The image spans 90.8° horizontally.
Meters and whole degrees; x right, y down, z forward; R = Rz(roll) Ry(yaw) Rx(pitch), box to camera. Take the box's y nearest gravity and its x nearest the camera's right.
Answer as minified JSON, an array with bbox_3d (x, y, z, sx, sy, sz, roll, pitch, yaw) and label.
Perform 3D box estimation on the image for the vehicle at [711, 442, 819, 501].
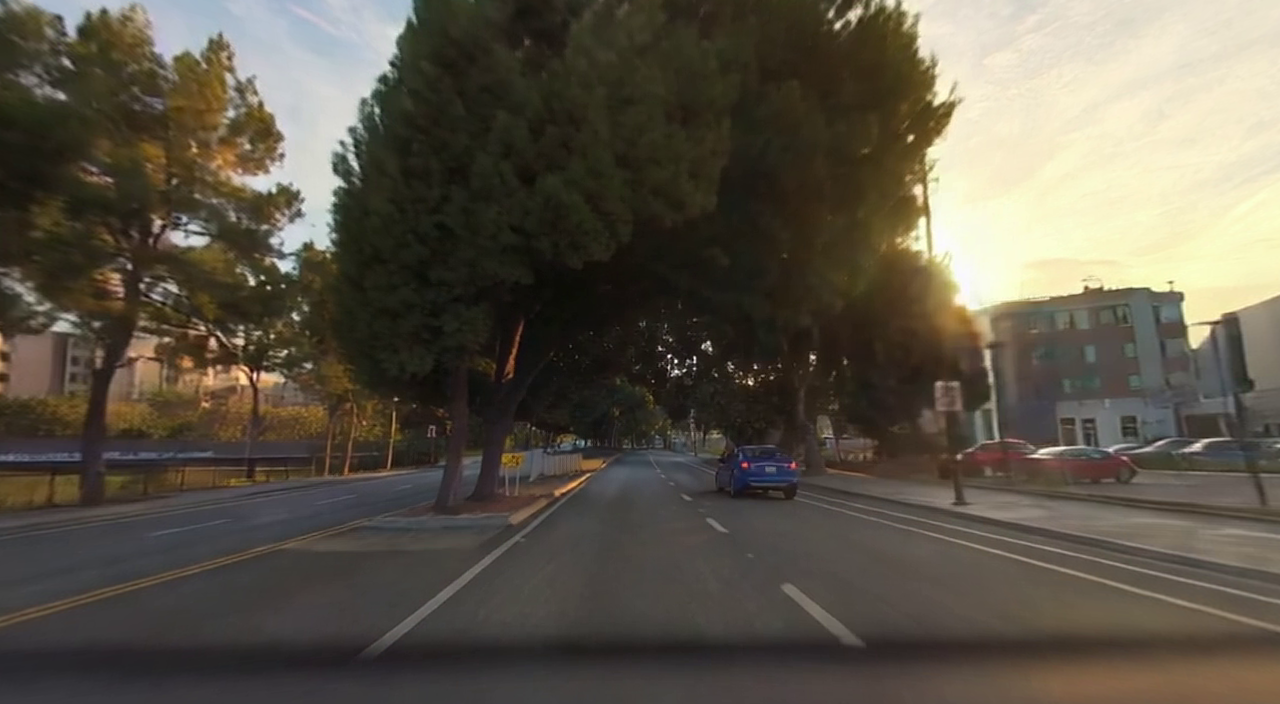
[{"bbox_3d":[3.448,3.393,18.391,2.114,1.493,4.430,0,-9,-2],"label":"vehicle"}]

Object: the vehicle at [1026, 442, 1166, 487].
[{"bbox_3d":[19.498,4.861,27.141,4.418,1.418,1.873,-4,-14,-2],"label":"vehicle"}]

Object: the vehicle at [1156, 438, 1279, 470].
[{"bbox_3d":[32.804,5.755,35.669,5.237,1.724,2.398,1,-9,-3],"label":"vehicle"}]
